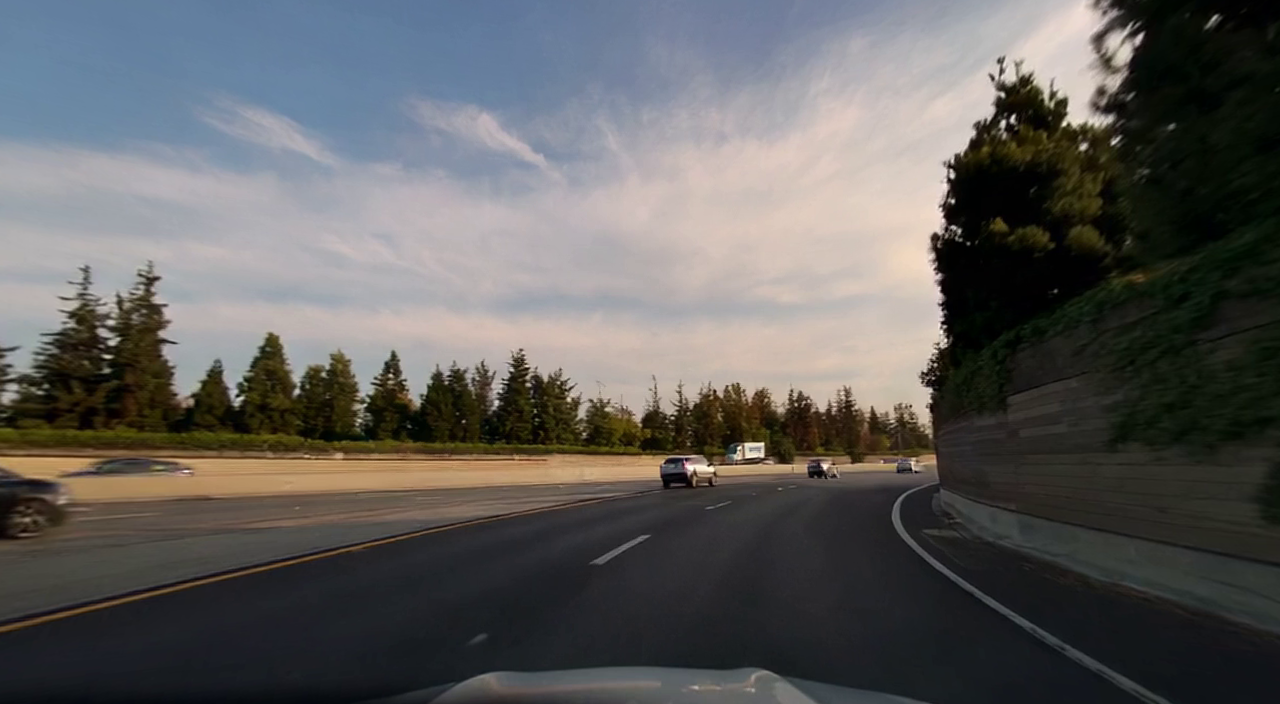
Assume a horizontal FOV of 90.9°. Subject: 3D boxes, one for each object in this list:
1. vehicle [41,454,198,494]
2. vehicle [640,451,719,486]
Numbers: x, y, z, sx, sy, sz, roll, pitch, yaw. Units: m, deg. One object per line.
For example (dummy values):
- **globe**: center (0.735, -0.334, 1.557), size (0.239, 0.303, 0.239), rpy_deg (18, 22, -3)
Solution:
- **vehicle**: center (-21.195, 4.938, 25.835), size (1.735, 1.419, 4.560), rpy_deg (-7, -11, 37)
- **vehicle**: center (2.029, 5.745, 31.419), size (1.769, 1.583, 4.387), rpy_deg (-7, -11, 37)
